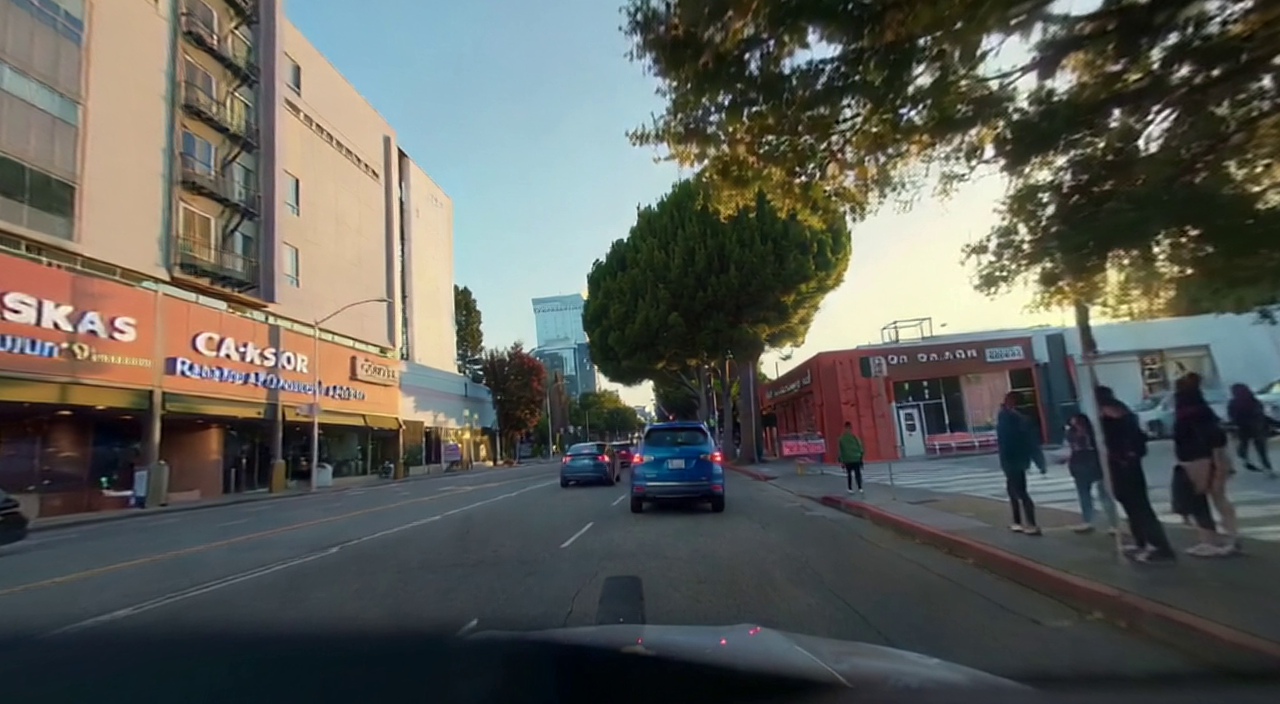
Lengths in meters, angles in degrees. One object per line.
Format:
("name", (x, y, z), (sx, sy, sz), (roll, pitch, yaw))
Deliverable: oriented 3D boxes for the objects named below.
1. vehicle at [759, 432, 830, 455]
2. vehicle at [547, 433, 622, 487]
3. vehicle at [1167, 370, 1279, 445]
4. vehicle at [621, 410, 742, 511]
("vehicle", (10.549, 6.287, 43.415), (4.426, 1.490, 1.862), (-1, -8, 3))
("vehicle", (-1.847, 3.774, 22.359), (2.023, 1.702, 4.152), (-1, -8, 4))
("vehicle", (13.433, 1.141, 12.605), (4.189, 1.395, 1.725), (0, -8, 2))
("vehicle", (0.893, 2.468, 14.783), (2.352, 1.953, 4.796), (-1, -8, 2))
